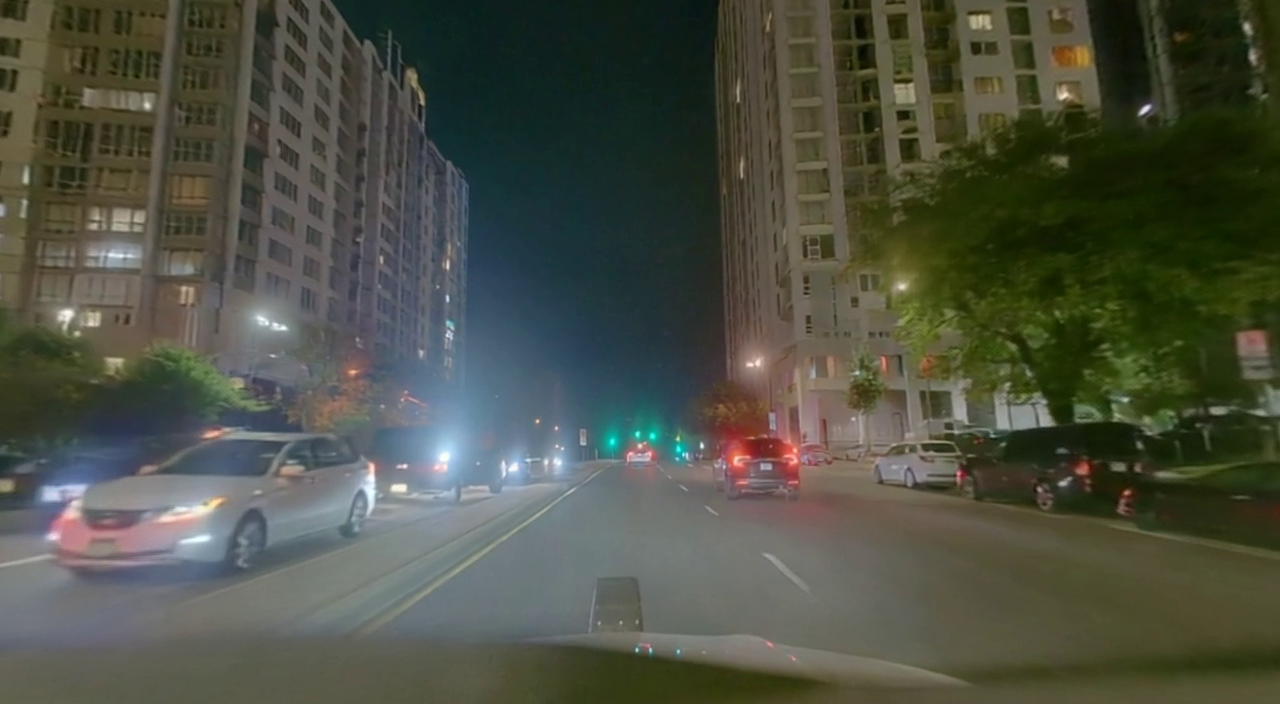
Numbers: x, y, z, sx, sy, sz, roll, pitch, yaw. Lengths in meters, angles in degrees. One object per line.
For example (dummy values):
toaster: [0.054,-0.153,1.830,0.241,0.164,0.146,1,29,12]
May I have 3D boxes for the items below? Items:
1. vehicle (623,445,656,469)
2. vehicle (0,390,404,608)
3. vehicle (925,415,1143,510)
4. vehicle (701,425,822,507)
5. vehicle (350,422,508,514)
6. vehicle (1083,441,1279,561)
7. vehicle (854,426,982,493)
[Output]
vehicle: [-0.082,7.121,42.990,2.059,1.492,4.033,0,-8,-2]
vehicle: [-4.981,1.564,7.837,2.275,1.816,4.923,0,-8,-1]
vehicle: [9.032,2.565,15.196,1.935,1.875,5.051,0,-8,0]
vehicle: [3.040,2.947,16.970,2.129,1.844,4.767,0,-8,-2]
vehicle: [-4.857,2.722,15.618,2.009,1.837,5.590,0,-8,0]
vehicle: [8.929,1.992,8.781,1.953,1.455,4.883,0,-8,-1]
vehicle: [8.936,3.456,20.865,1.939,1.927,4.833,0,-8,-1]
